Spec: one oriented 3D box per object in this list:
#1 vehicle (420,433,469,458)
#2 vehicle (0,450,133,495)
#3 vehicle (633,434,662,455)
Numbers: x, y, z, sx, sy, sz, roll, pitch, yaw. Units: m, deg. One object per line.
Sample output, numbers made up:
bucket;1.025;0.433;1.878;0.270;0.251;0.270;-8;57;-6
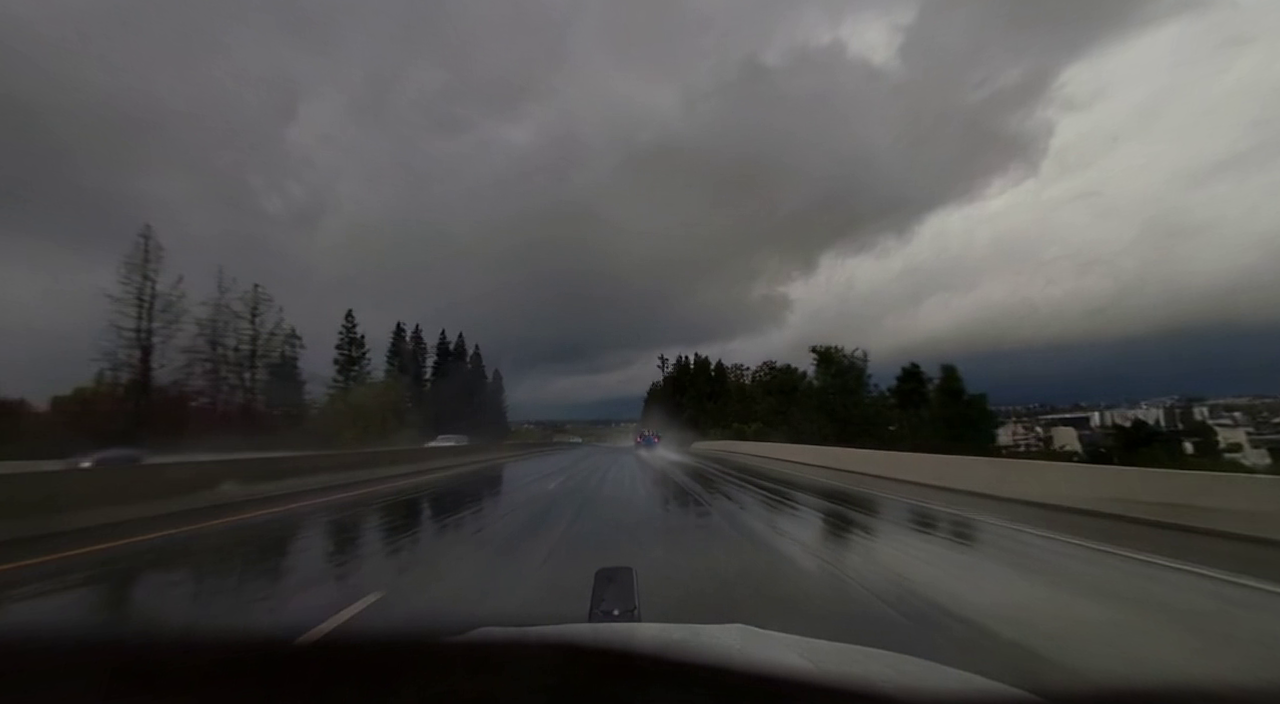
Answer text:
vehicle;-14.108;6.783;45.827;2.003;1.719;4.843;0;-8;0
vehicle;-22.612;4.664;24.755;1.797;1.516;4.192;0;-8;1
vehicle;0.497;6.582;45.053;1.911;1.449;3.776;0;-8;-2
